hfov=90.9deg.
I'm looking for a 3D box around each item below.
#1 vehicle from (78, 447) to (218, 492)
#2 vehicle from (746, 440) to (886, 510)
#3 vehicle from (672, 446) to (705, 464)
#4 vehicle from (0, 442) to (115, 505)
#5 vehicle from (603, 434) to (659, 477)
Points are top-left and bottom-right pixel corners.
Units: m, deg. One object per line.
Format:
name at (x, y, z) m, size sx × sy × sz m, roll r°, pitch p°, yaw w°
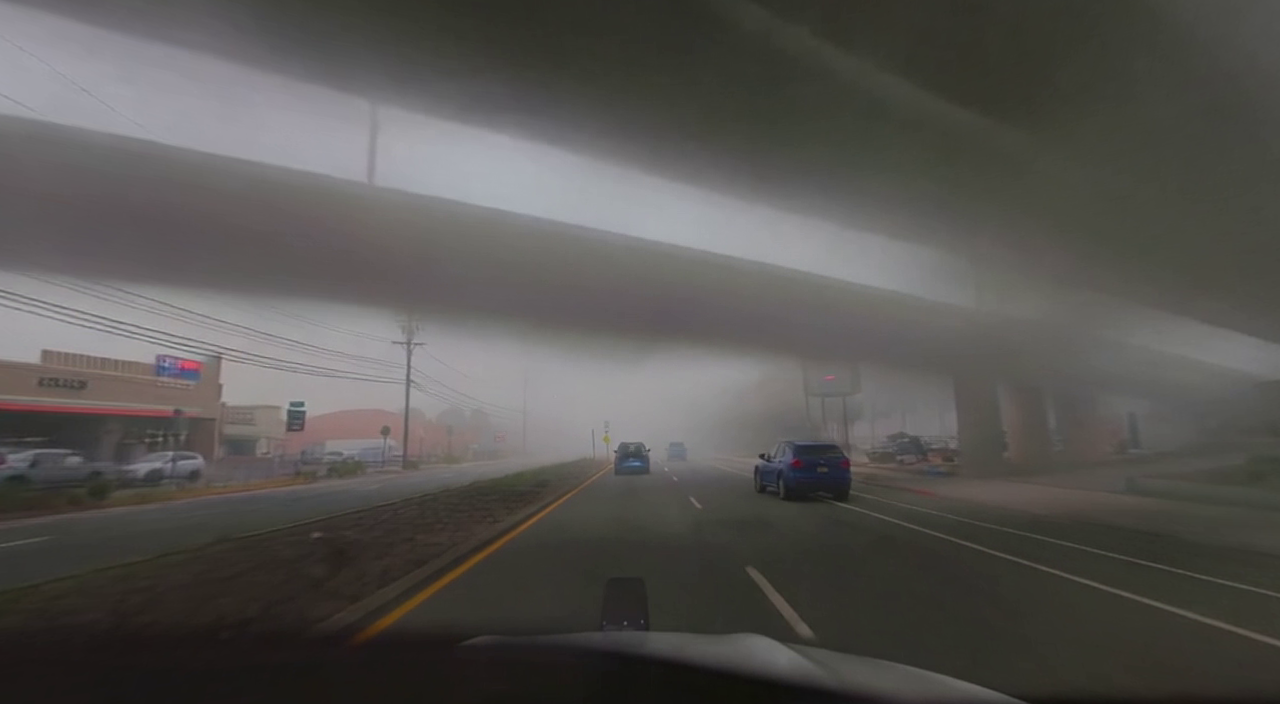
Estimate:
vehicle at (-19.439, 4.627, 25.213) m, size 1.913 × 1.612 × 4.505 m, roll 0°, pitch -8°, yaw 0°
vehicle at (4.209, 3.006, 15.980) m, size 1.954 × 1.479 × 4.557 m, roll 1°, pitch -8°, yaw -4°
vehicle at (3.718, 7.959, 48.868) m, size 2.126 × 1.375 × 4.241 m, roll 0°, pitch -8°, yaw -1°
vehicle at (-19.758, 3.823, 20.214) m, size 1.989 × 1.820 × 4.427 m, roll 0°, pitch -8°, yaw -1°
vehicle at (-0.389, 4.817, 29.583) m, size 2.441 × 1.813 × 4.581 m, roll 0°, pitch -8°, yaw 0°
